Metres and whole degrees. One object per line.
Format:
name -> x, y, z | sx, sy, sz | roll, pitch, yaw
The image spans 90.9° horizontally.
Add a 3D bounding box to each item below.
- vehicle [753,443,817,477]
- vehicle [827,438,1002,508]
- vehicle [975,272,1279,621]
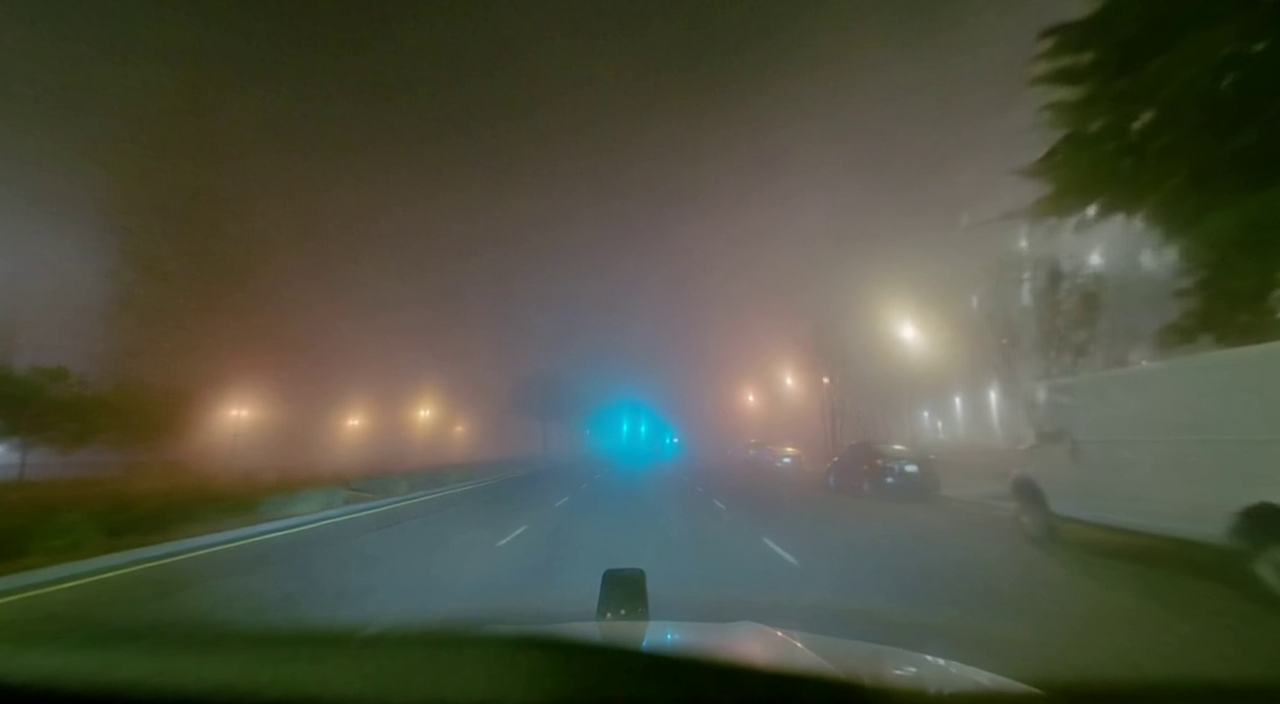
vehicle -> 6.716, 5.034, 29.669 | 1.847, 1.472, 4.846 | 0, -8, 0
vehicle -> 6.616, 2.959, 16.006 | 2.109, 1.477, 4.963 | 0, -8, -1
vehicle -> 6.241, 0.891, 5.982 | 2.762, 2.607, 6.182 | 0, -8, 1
